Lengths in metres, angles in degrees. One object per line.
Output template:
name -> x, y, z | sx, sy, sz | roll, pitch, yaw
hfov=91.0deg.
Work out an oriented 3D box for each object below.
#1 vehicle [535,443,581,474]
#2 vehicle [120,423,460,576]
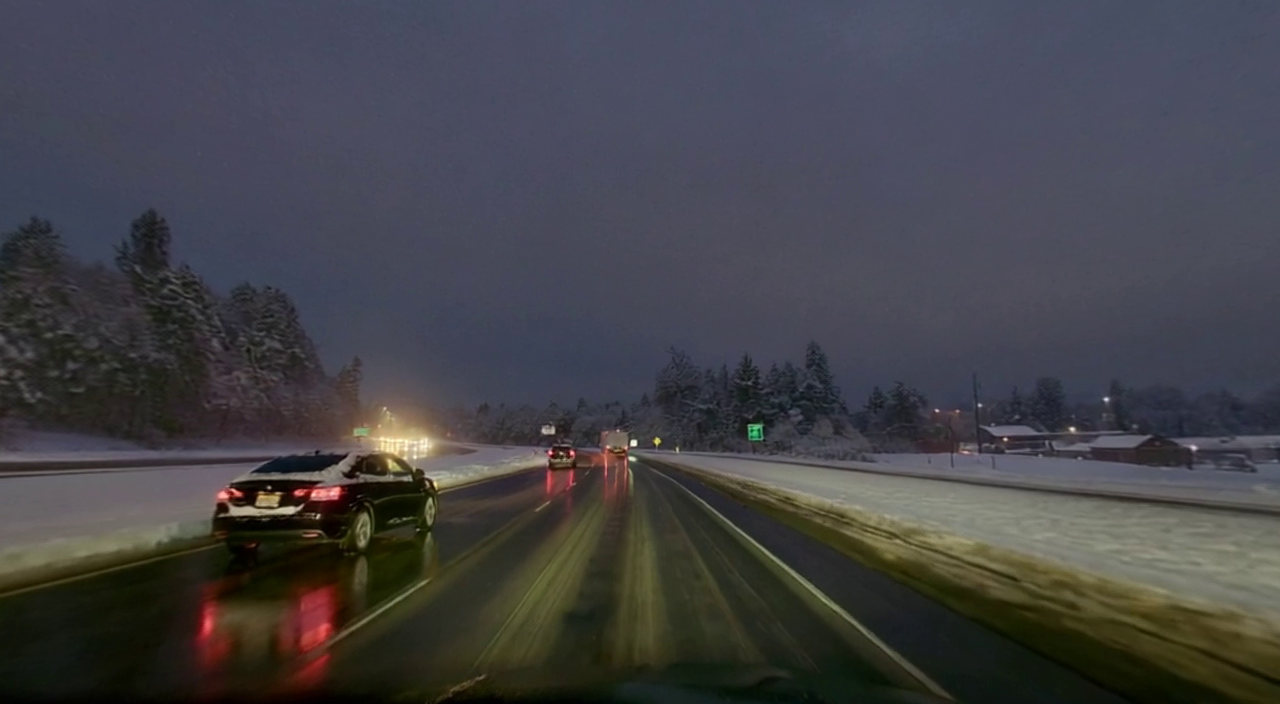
vehicle -> -4.130, 5.420, 32.333 | 1.965, 1.459, 4.145 | 1, -9, -2
vehicle -> -4.180, 1.840, 8.693 | 2.012, 1.510, 4.672 | 0, -9, 0
